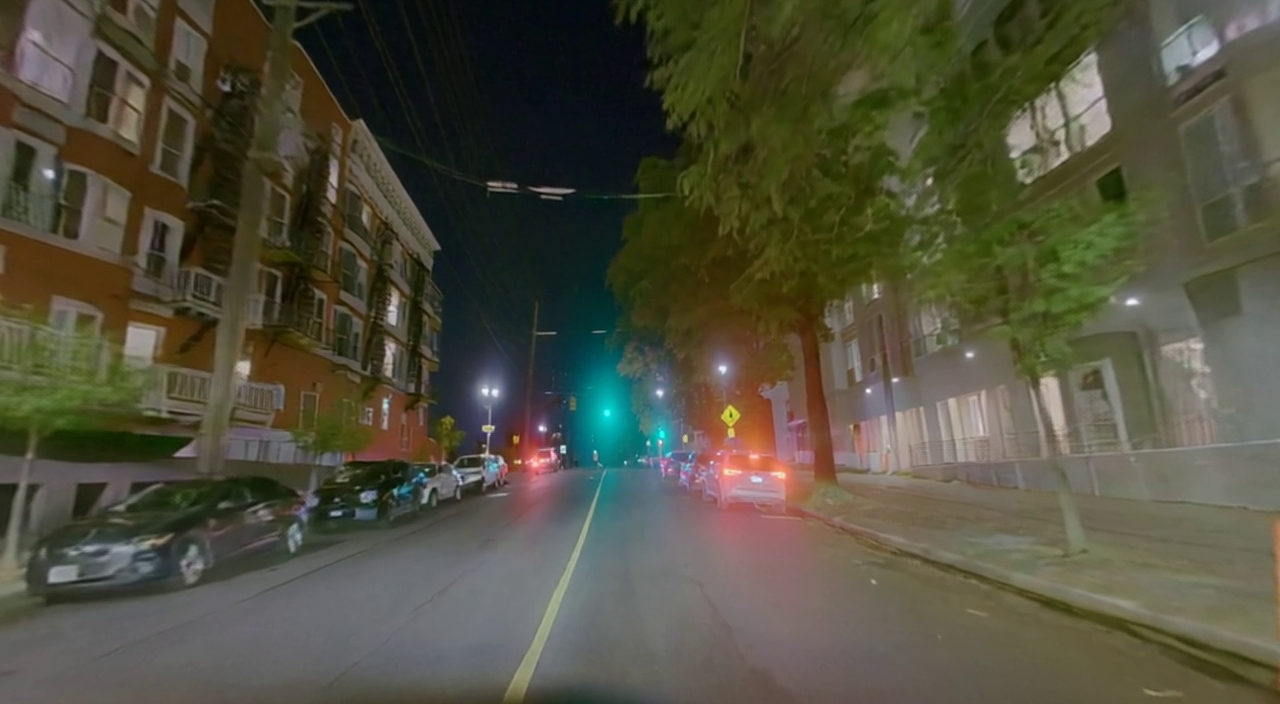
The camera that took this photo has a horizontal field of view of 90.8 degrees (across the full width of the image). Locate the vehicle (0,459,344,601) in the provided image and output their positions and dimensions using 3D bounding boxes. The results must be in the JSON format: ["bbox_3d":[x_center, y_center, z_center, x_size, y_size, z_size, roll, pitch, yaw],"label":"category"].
[{"bbox_3d":[-6.169,2.390,9.063,1.967,1.483,4.347,1,-12,-4],"label":"vehicle"}]

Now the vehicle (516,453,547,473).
[{"bbox_3d":[-8.357,8.573,48.886,1.968,1.450,4.271,0,-9,-4],"label":"vehicle"}]

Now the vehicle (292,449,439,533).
[{"bbox_3d":[-6.372,3.210,15.250,1.996,1.695,4.127,1,-9,-6],"label":"vehicle"}]

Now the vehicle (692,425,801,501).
[{"bbox_3d":[2.861,3.306,18.115,1.994,1.857,4.393,2,-14,-5],"label":"vehicle"}]
